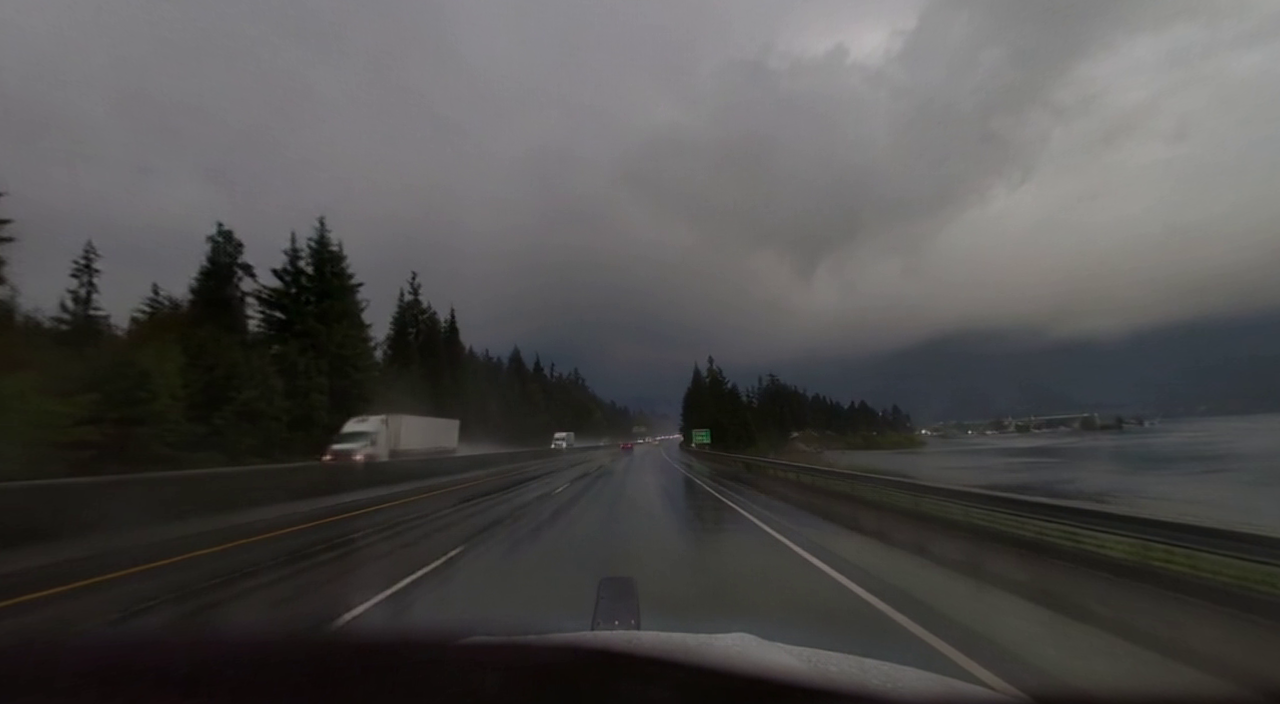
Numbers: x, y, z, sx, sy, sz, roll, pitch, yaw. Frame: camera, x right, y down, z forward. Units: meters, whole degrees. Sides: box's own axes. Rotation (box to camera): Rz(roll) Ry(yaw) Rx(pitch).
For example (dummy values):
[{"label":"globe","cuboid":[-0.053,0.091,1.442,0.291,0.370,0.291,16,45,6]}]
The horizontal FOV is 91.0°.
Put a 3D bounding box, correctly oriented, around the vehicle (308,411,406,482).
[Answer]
[{"label":"vehicle","cuboid":[-16.999,5.713,38.296,3.007,3.957,5.959,-1,-8,1]}]
